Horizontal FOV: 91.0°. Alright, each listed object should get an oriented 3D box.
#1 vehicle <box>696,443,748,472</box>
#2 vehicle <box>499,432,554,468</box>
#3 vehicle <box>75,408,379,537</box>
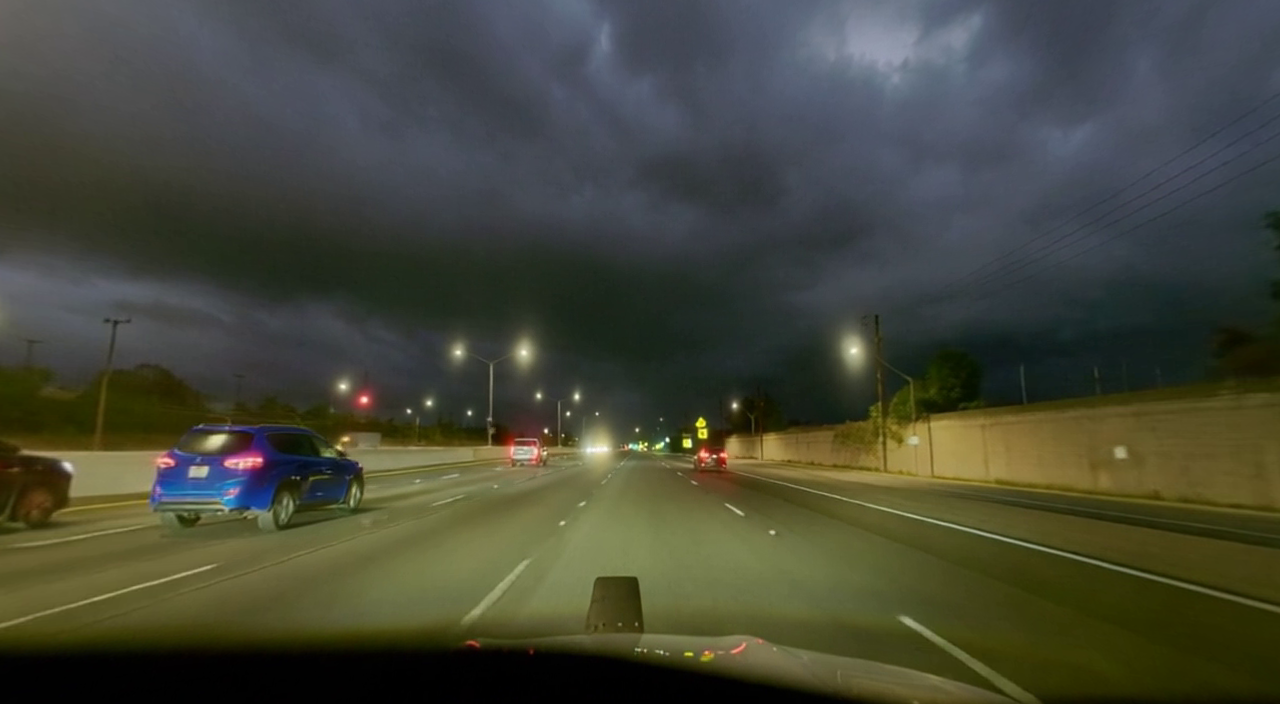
[{"bbox_3d":[4.552,5.943,35.714,2.251,1.520,4.550,1,-9,-1],"label":"vehicle"},{"bbox_3d":[-6.486,5.707,36.661,2.255,1.934,4.868,0,-9,0],"label":"vehicle"},{"bbox_3d":[-6.502,1.957,10.786,2.058,1.698,4.567,0,-9,0],"label":"vehicle"}]
